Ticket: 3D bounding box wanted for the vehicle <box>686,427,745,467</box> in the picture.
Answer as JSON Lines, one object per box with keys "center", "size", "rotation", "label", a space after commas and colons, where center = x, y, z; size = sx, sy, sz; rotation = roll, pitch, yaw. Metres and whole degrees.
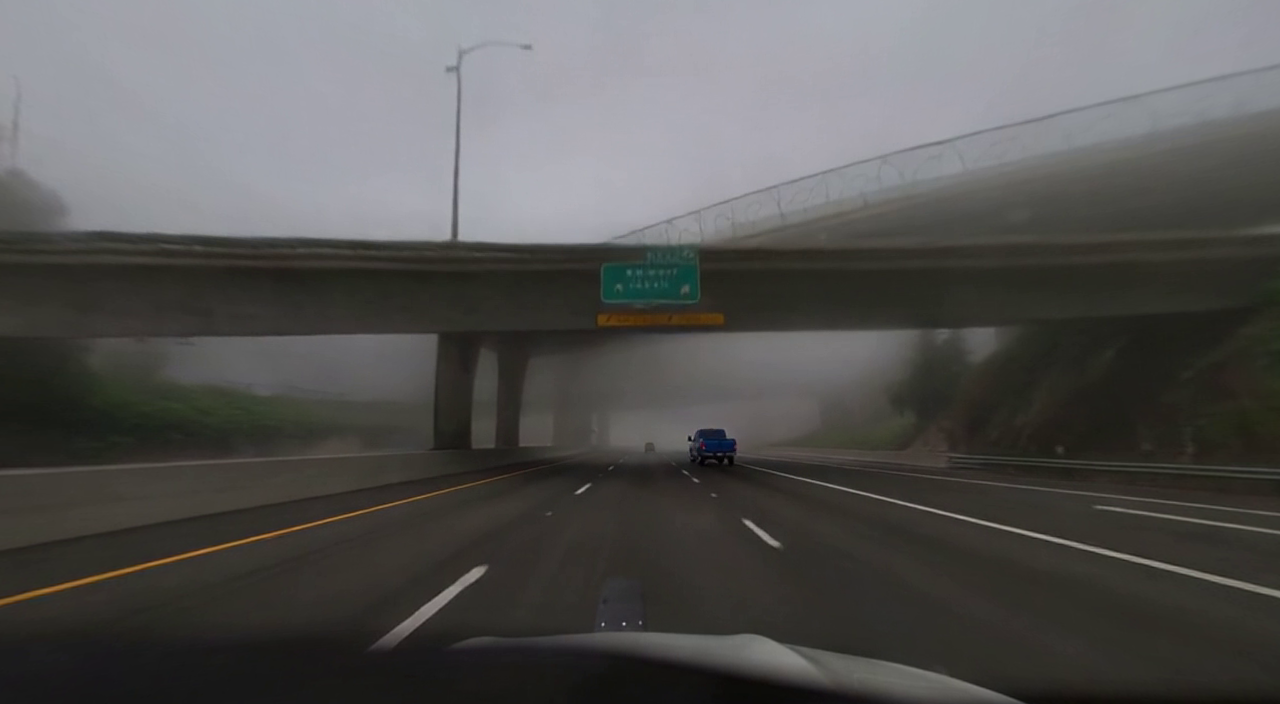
{"center": [4.076, 5.292, 35.158], "size": [2.505, 2.020, 5.532], "rotation": [0, -8, 0], "label": "vehicle"}
